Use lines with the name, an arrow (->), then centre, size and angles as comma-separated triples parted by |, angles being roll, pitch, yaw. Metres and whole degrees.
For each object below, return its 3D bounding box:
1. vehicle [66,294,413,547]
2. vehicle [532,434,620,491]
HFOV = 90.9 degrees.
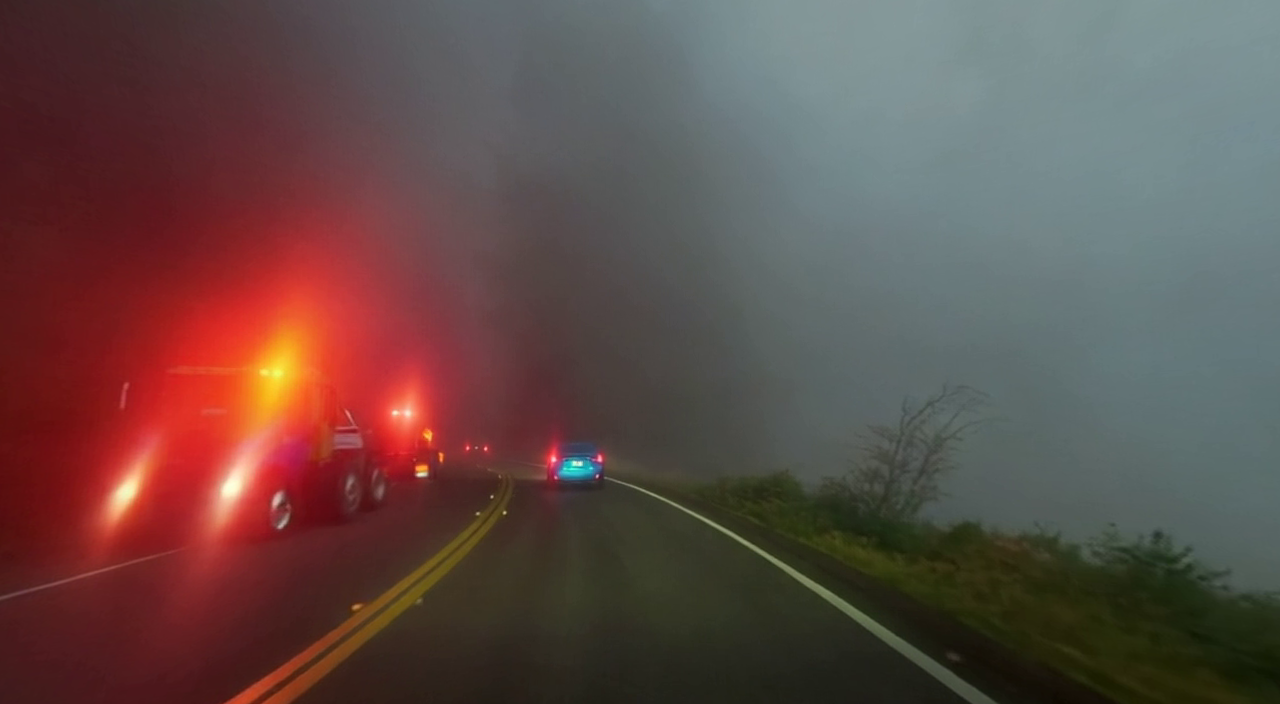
vehicle -> -5.882, 1.177, 10.417 | 2.364, 3.191, 4.942 | 0, -8, 0
vehicle -> -2.068, 3.309, 19.257 | 2.259, 1.503, 4.075 | 2, -9, -11
